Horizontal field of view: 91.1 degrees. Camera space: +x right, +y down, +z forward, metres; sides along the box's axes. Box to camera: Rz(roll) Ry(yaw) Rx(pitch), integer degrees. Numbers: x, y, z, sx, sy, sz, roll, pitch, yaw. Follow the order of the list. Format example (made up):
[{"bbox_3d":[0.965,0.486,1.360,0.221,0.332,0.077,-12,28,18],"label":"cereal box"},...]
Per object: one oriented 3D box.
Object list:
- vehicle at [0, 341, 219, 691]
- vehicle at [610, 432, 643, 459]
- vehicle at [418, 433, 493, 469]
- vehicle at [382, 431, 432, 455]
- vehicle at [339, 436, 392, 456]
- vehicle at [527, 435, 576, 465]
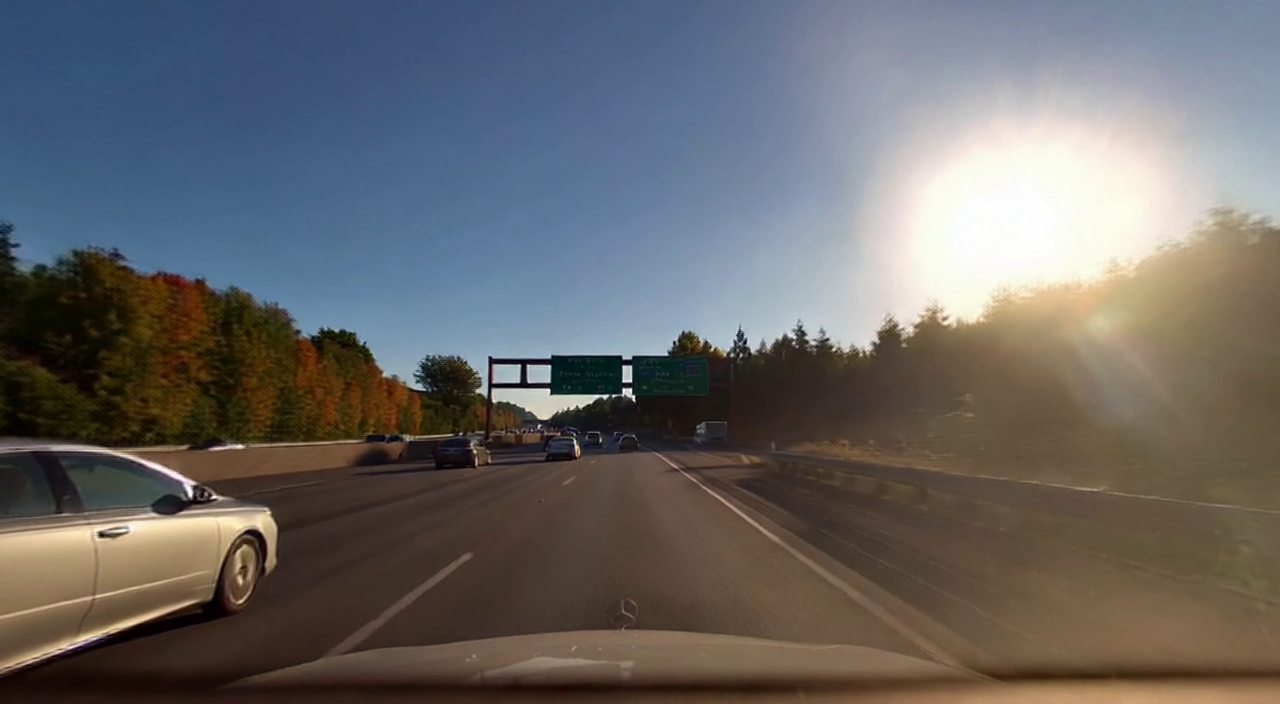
[{"bbox_3d":[-4.337,0.791,2.759,1.971,1.822,4.366,0,-8,-1],"label":"vehicle"},{"bbox_3d":[-0.868,5.964,40.357,2.002,1.611,3.778,0,-8,-1],"label":"vehicle"},{"bbox_3d":[-8.303,4.489,28.855,1.953,1.524,4.863,0,-8,0],"label":"vehicle"},{"bbox_3d":[-16.432,6.447,44.550,1.903,1.612,4.379,0,-8,0],"label":"vehicle"},{"bbox_3d":[-20.720,7.095,47.654,1.893,1.463,4.702,0,-8,0],"label":"vehicle"},{"bbox_3d":[-4.454,4.974,32.194,1.909,1.445,4.087,0,-8,0],"label":"vehicle"}]
